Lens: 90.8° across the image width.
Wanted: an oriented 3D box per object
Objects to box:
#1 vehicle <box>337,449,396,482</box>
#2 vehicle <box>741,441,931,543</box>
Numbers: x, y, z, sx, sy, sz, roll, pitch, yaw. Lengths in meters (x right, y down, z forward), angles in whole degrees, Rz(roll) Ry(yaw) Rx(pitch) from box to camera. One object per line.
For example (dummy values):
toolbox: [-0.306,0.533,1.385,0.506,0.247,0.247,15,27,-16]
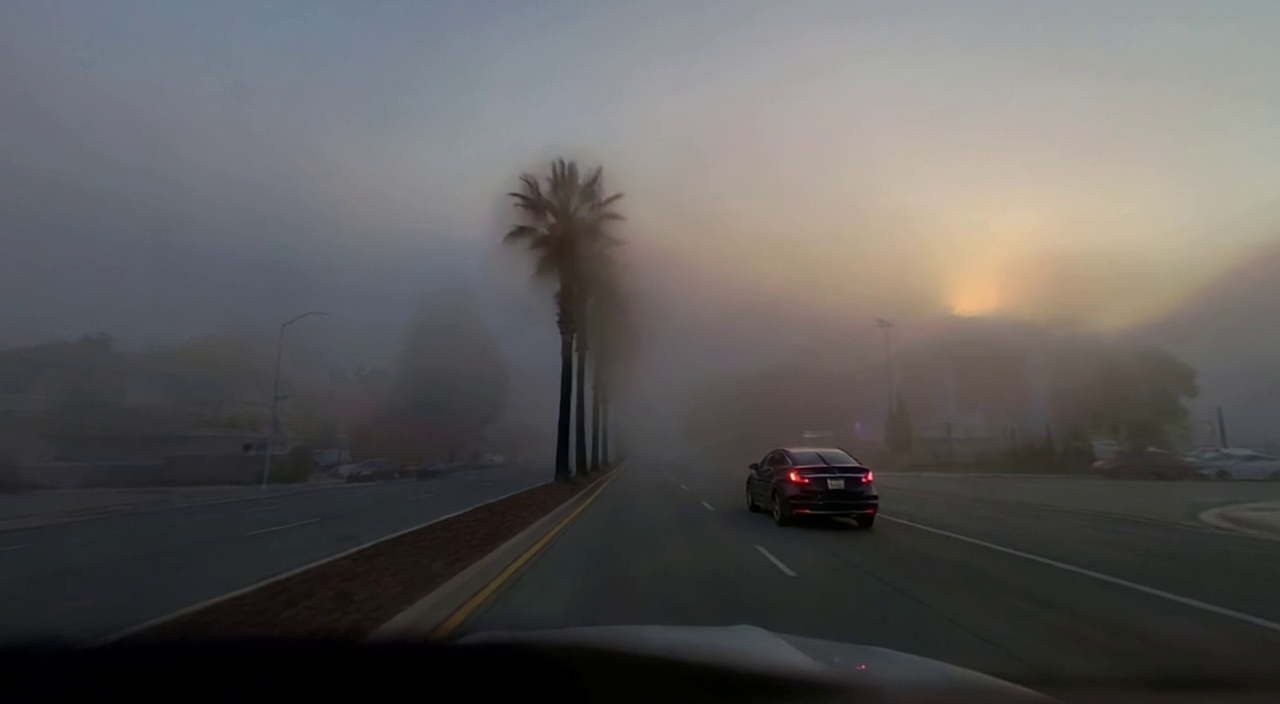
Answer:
vehicle: [-18.990,7.916,44.067,1.987,1.998,4.642,-3,-10,1]
vehicle: [3.288,2.443,11.772,1.989,1.492,4.689,0,-9,-1]
